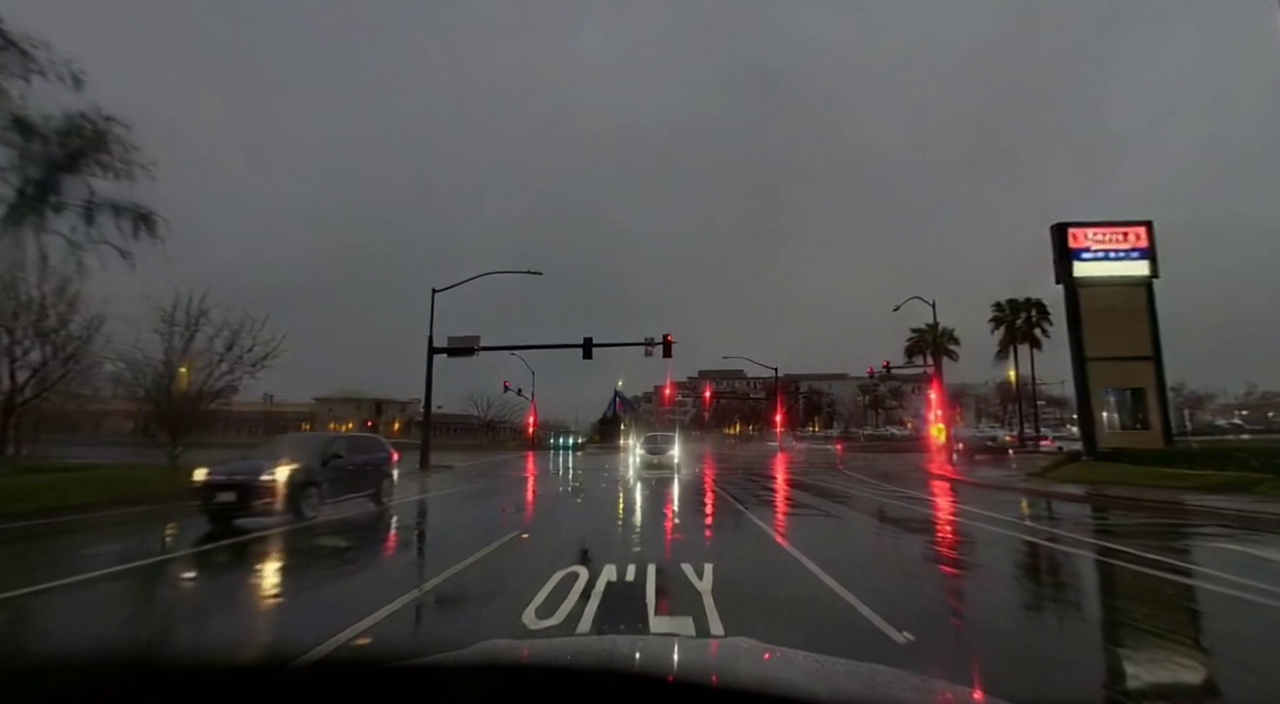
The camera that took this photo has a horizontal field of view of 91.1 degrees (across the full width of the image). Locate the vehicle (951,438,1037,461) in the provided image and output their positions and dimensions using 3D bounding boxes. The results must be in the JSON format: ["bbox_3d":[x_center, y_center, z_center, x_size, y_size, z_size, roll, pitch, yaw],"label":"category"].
[{"bbox_3d":[26.551,7.360,47.252,5.217,1.672,1.992,0,-9,2],"label":"vehicle"}]

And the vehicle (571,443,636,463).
[{"bbox_3d":[-2.738,7.758,48.113,4.794,1.490,1.911,0,-9,3],"label":"vehicle"}]

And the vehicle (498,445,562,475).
[{"bbox_3d":[-5.979,5.710,33.657,1.984,1.469,4.668,5,-10,-28],"label":"vehicle"}]

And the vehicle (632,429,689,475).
[{"bbox_3d":[1.040,4.959,31.341,2.590,2.080,5.284,0,-9,2],"label":"vehicle"}]

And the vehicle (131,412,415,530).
[{"bbox_3d":[-7.202,2.421,13.461,2.366,1.941,5.823,0,-9,2],"label":"vehicle"}]
